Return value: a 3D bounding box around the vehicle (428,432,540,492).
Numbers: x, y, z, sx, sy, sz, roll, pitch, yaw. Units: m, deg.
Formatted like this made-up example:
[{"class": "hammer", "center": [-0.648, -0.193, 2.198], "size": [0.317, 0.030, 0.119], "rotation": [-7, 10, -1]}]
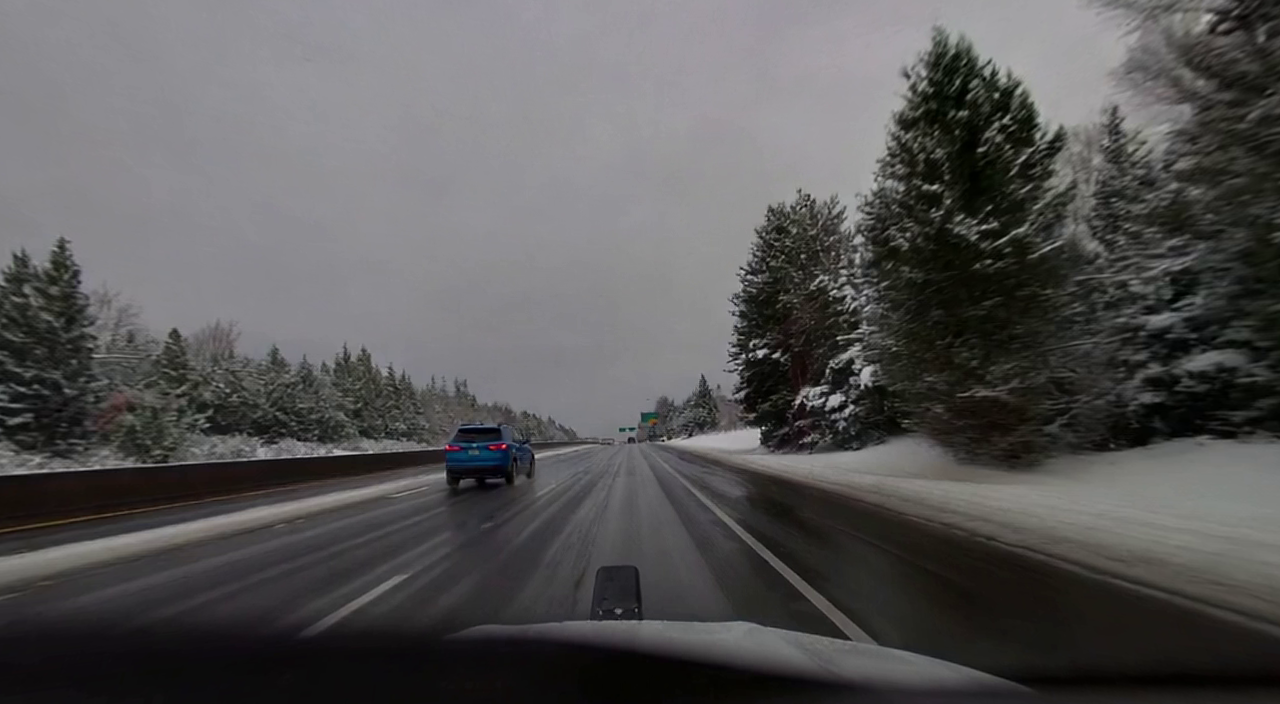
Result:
[{"class": "vehicle", "center": [-4.271, 3.050, 17.969], "size": [2.063, 1.496, 4.225], "rotation": [0, -8, 1]}]
